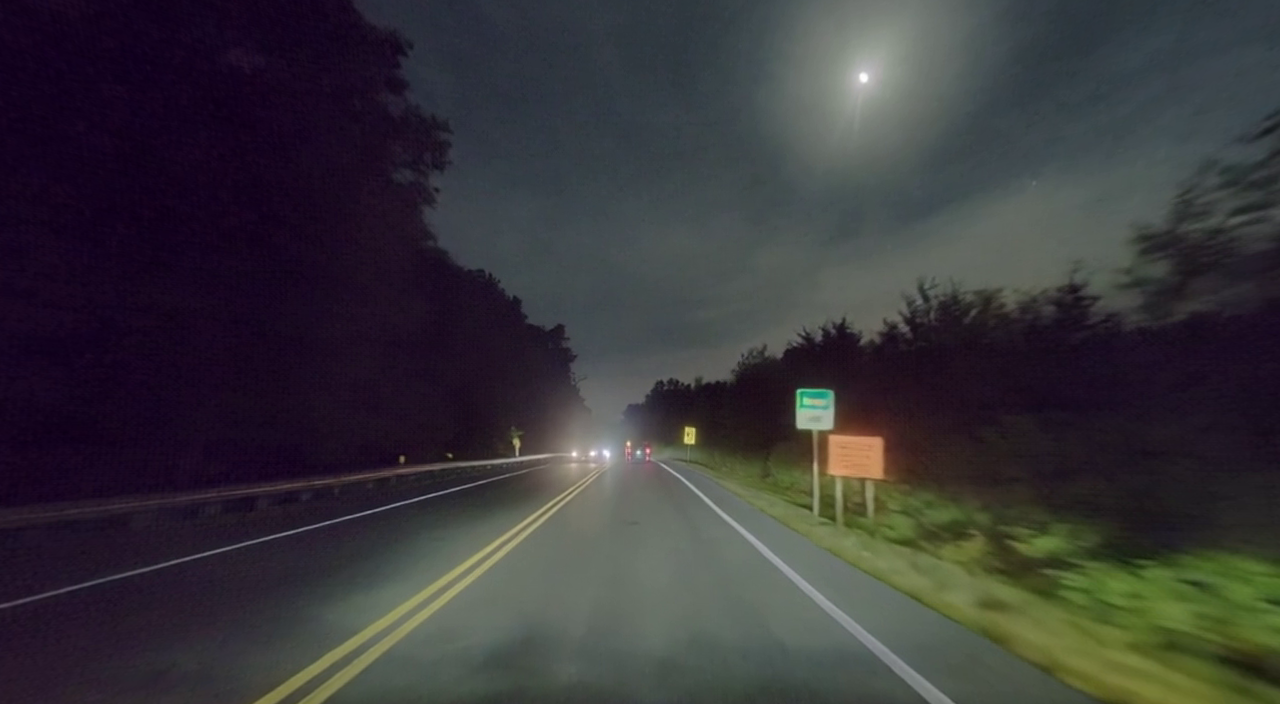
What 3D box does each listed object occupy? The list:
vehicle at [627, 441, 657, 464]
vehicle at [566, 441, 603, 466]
[{"bbox_3d":[0.121,7.114,44.821,2.067,1.486,3.861,0,-9,0],"label":"vehicle"},{"bbox_3d":[-3.668,6.814,42.557,1.987,1.526,4.205,0,-9,2],"label":"vehicle"}]
